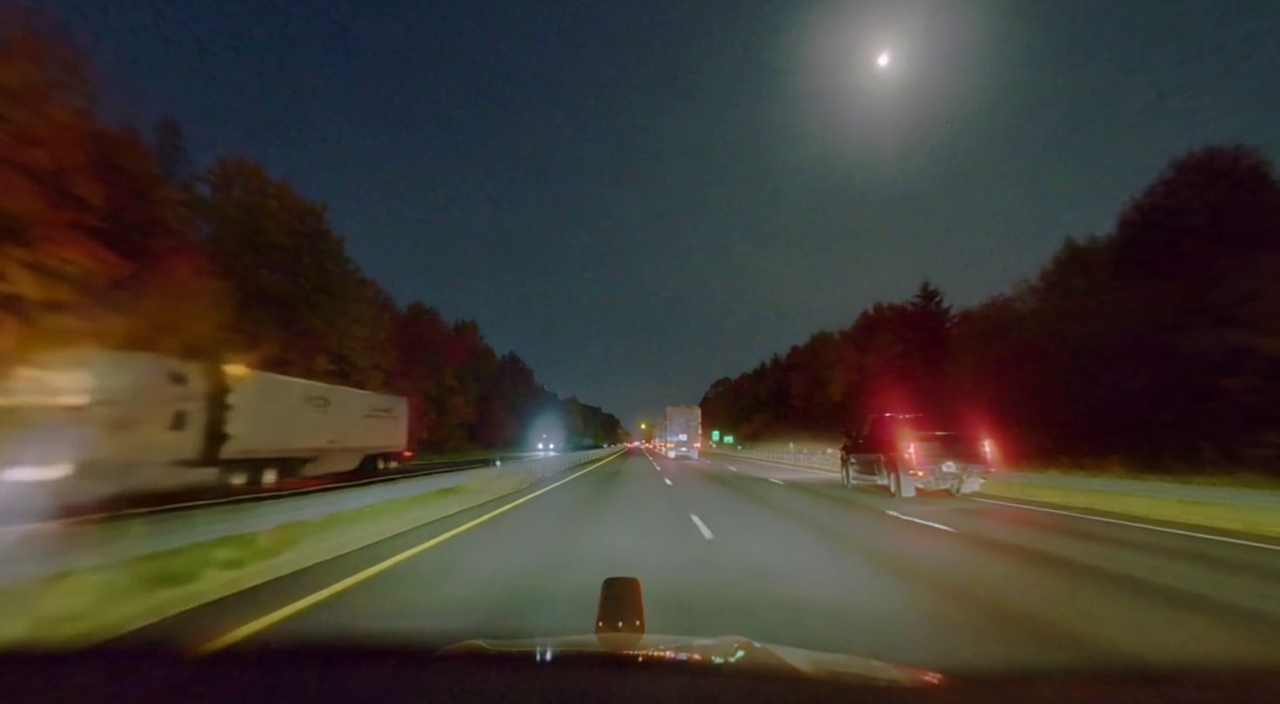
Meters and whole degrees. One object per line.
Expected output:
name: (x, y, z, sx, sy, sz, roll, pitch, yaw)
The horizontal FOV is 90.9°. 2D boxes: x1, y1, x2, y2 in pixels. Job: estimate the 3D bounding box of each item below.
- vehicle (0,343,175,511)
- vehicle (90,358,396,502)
vehicle: (-13.909, 1.742, 14.697, 3.618, 3.504, 2.875, 0, -8, 1)
vehicle: (-13.857, 3.193, 24.783, 2.963, 4.037, 14.038, 0, -8, 0)
